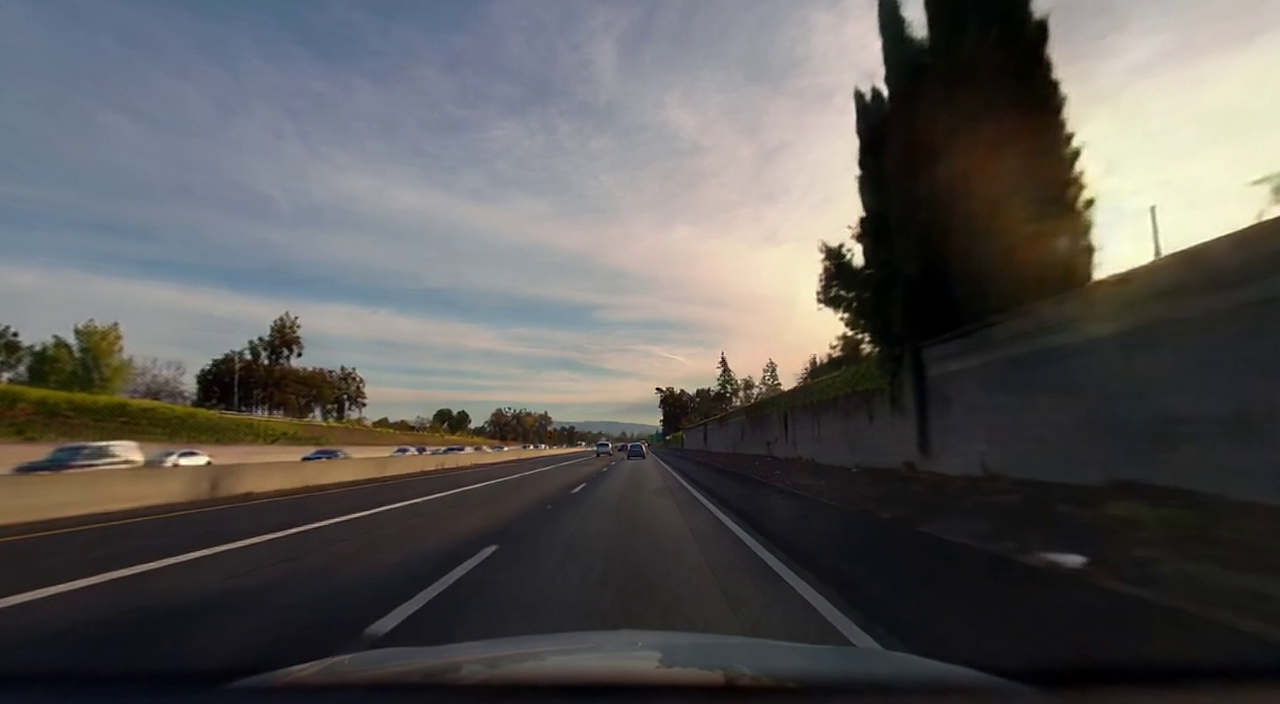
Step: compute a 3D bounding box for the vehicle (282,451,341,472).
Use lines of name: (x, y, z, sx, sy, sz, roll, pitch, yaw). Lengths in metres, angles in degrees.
vehicle: (-25.956, 8.631, 49.995, 2.033, 1.555, 4.737, 0, -9, 1)

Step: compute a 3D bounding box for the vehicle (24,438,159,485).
vehicle: (-29.646, 5.911, 34.351, 2.279, 2.293, 5.544, 0, -9, 0)

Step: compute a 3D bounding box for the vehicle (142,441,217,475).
vehicle: (-33.466, 7.684, 45.905, 2.249, 2.289, 4.150, 0, -9, 0)
